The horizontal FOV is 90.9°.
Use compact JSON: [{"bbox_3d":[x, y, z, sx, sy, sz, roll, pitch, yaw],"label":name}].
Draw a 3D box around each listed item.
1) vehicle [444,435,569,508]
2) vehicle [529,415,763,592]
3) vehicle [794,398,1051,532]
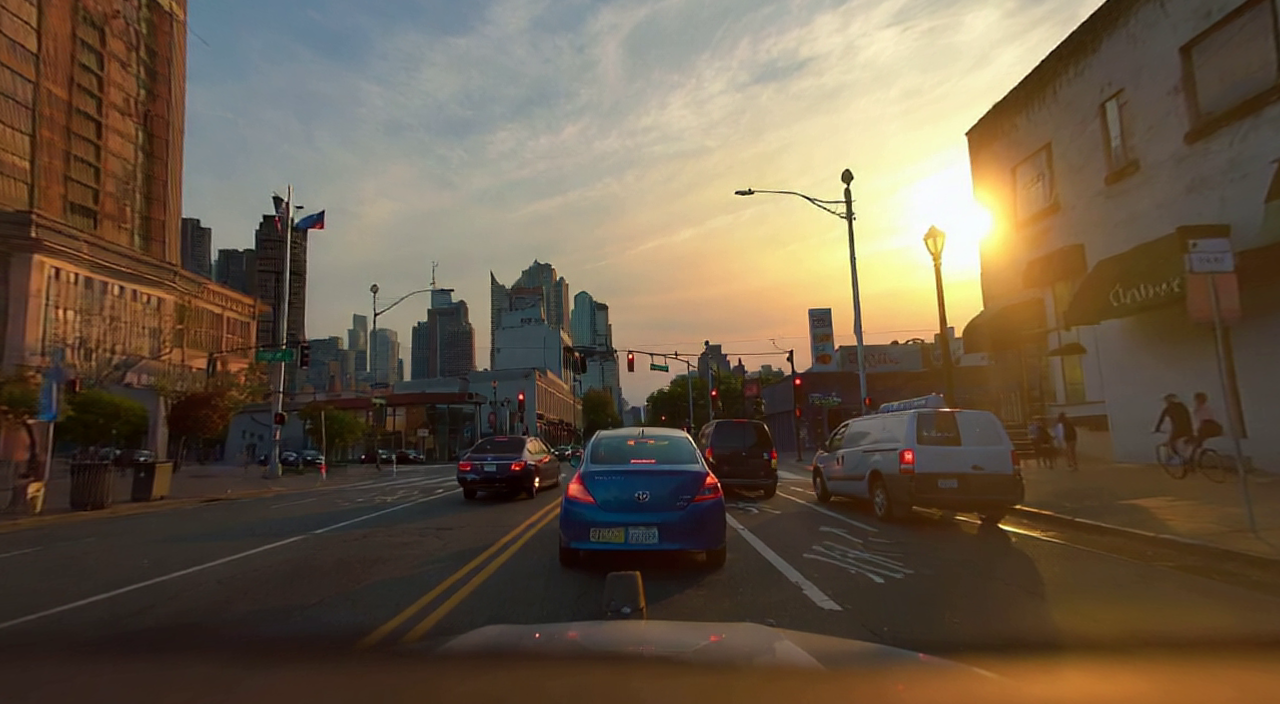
[{"bbox_3d":[-2.975,2.787,15.172,2.039,1.452,4.489,0,-9,0],"label":"vehicle"},{"bbox_3d":[0.035,1.658,7.718,2.091,1.557,4.000,0,-9,0],"label":"vehicle"},{"bbox_3d":[4.500,1.915,11.141,2.142,1.829,4.767,0,-9,-2],"label":"vehicle"}]
